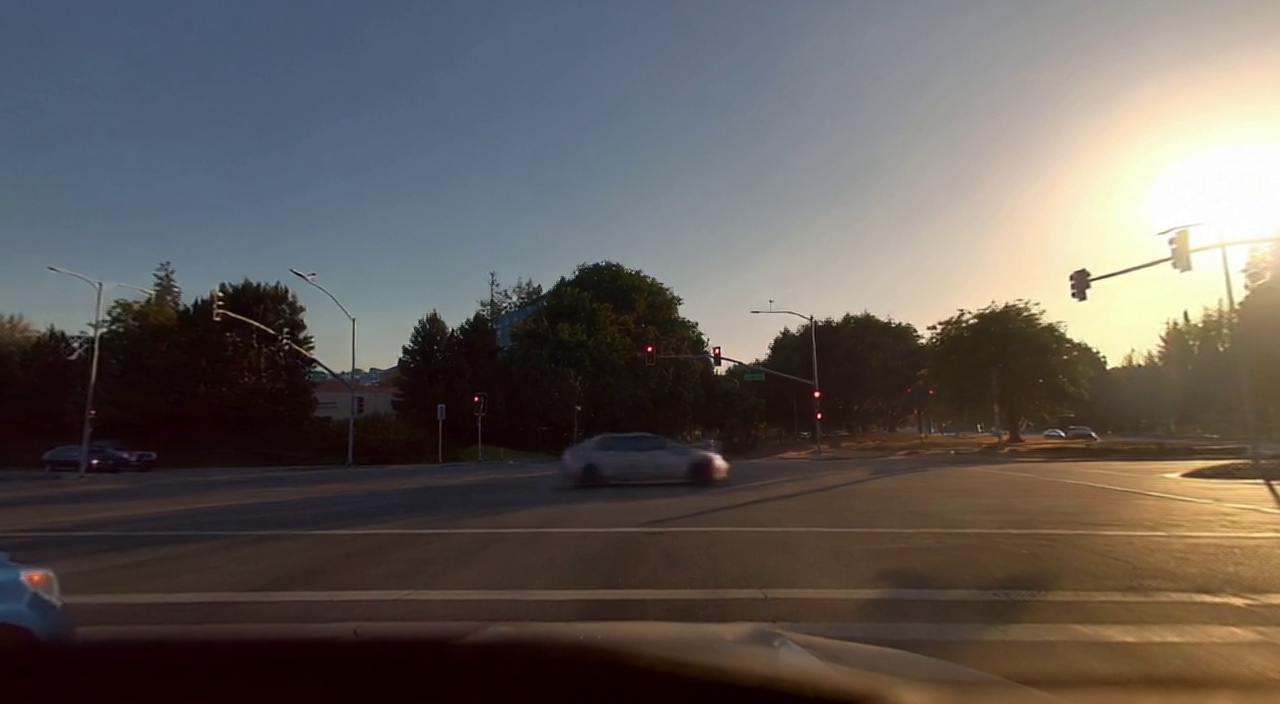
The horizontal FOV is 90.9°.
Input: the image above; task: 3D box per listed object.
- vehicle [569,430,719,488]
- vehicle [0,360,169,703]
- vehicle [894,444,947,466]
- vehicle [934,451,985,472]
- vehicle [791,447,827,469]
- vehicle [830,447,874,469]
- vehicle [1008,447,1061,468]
[{"bbox_3d":[0.128,2.933,17.360,3.894,1.490,1.810,-1,-8,3],"label":"vehicle"},{"bbox_3d":[-3.053,0.616,0.547,2.055,1.573,4.065,0,-8,1],"label":"vehicle"},{"bbox_3d":[20.574,7.587,46.464,1.815,1.515,4.552,0,-8,0],"label":"vehicle"},{"bbox_3d":[23.001,7.885,45.483,1.633,1.324,3.449,-1,-8,-3],"label":"vehicle"},{"bbox_3d":[12.555,7.858,46.892,1.647,1.386,3.725,-2,-8,1],"label":"vehicle"},{"bbox_3d":[15.567,7.755,46.386,1.714,1.458,4.206,0,-8,-1],"label":"vehicle"},{"bbox_3d":[28.466,7.600,45.575,1.662,1.440,3.583,-1,-8,3],"label":"vehicle"}]
